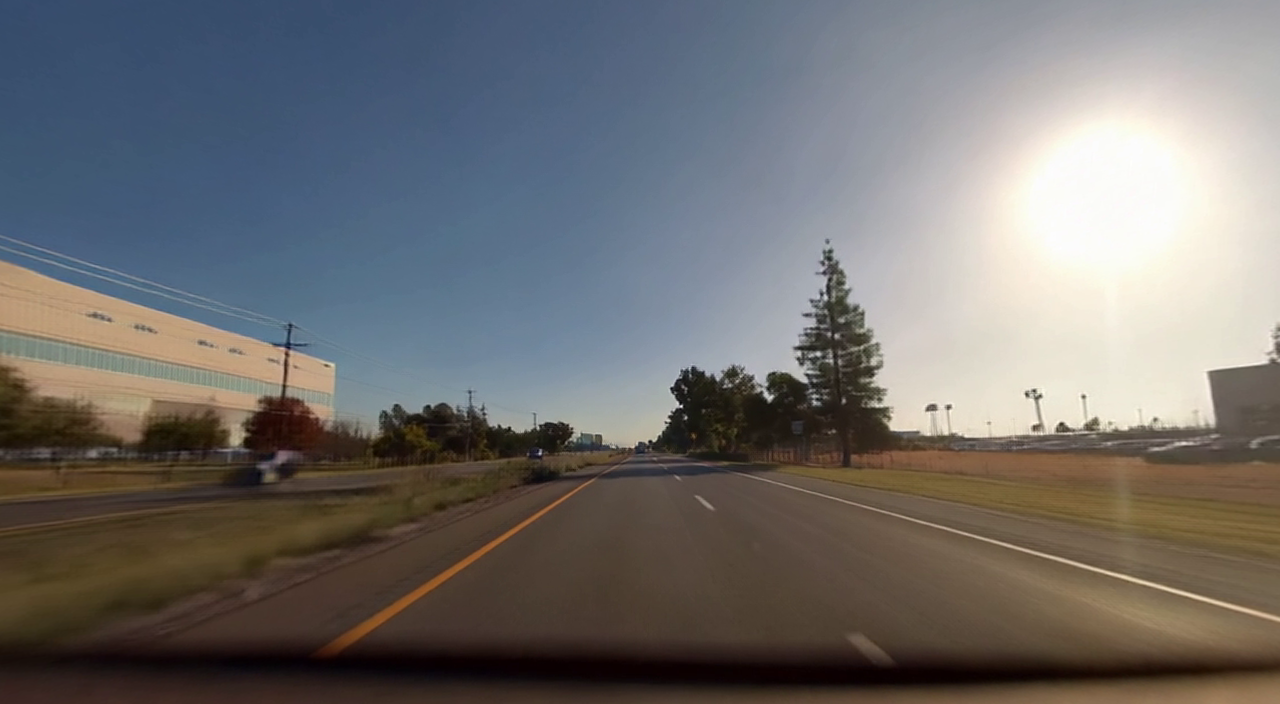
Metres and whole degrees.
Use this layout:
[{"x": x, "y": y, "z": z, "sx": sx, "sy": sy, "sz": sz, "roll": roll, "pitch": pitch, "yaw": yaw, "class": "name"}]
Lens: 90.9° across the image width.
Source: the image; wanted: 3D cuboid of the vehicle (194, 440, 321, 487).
[{"x": -17.924, "y": 5.231, "z": 30.032, "sx": 2.302, "sy": 1.986, "sz": 5.772, "roll": -1, "pitch": -9, "yaw": 1, "class": "vehicle"}]
